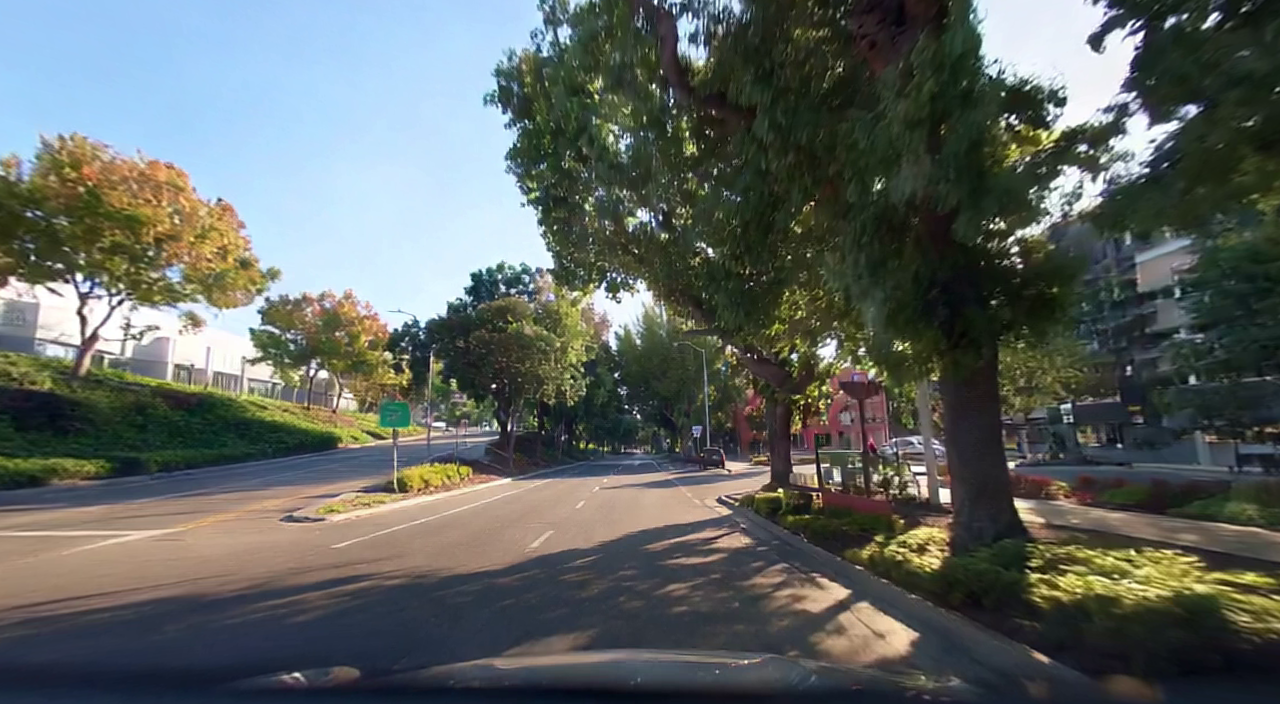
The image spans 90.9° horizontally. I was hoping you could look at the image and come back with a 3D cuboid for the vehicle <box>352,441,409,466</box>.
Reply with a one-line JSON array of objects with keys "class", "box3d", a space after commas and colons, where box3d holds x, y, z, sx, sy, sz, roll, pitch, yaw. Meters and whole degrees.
[{"class": "vehicle", "box3d": [-16.071, 6.289, 39.279, 1.960, 1.436, 4.584, 1, -8, -5]}]
